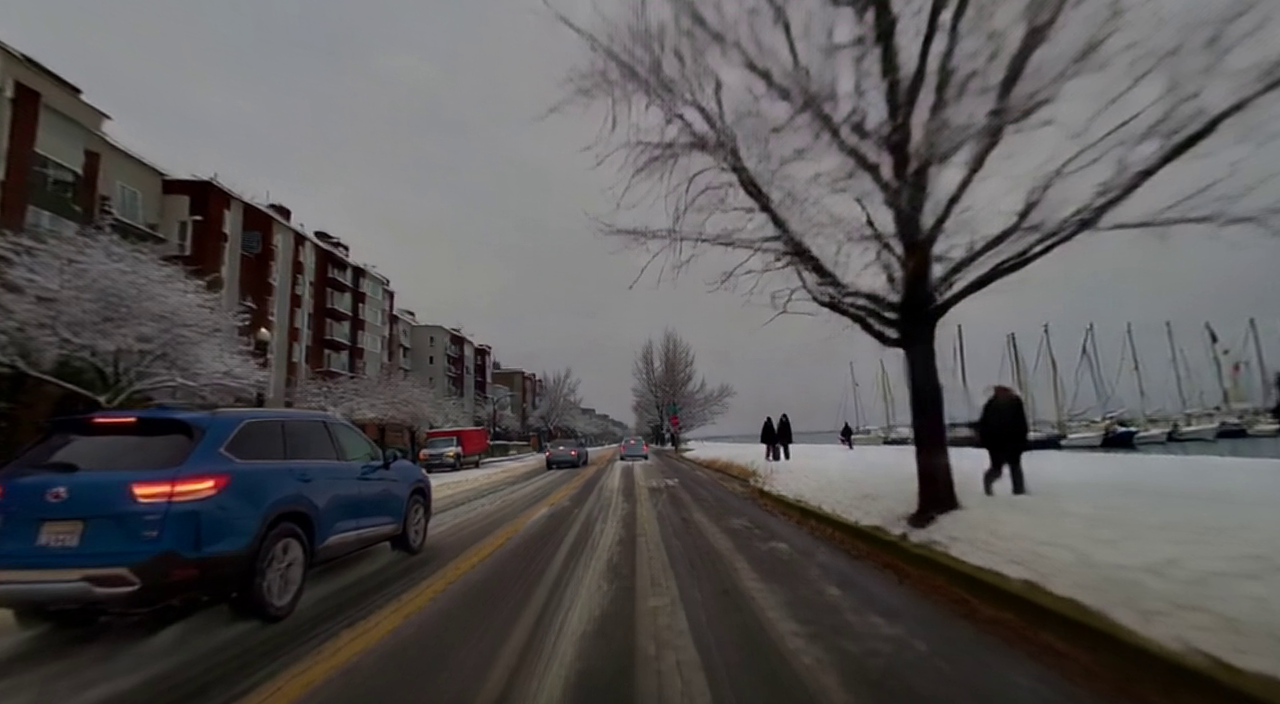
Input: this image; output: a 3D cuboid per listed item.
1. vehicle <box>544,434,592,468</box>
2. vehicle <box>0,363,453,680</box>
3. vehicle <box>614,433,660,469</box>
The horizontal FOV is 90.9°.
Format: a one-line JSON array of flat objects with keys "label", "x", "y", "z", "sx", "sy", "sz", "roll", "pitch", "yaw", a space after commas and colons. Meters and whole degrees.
[{"label": "vehicle", "x": -3.760, "y": 5.301, "z": 33.844, "sx": 2.056, "sy": 1.680, "sz": 4.205, "roll": 0, "pitch": -9, "yaw": 0}, {"label": "vehicle", "x": -3.565, "y": 1.321, "z": 6.060, "sx": 2.082, "sy": 1.817, "sz": 4.724, "roll": 0, "pitch": -9, "yaw": 0}, {"label": "vehicle", "x": -0.154, "y": 4.768, "z": 30.452, "sx": 2.057, "sy": 1.624, "sz": 3.726, "roll": 0, "pitch": -9, "yaw": 0}]
